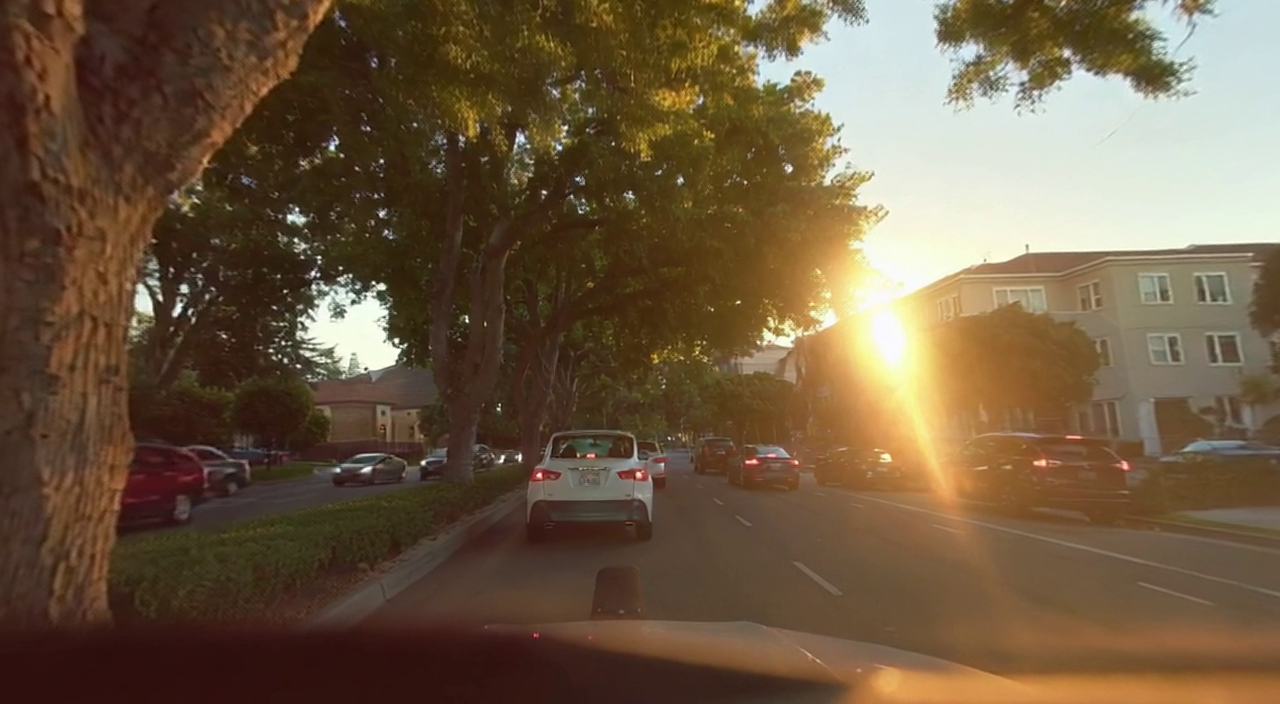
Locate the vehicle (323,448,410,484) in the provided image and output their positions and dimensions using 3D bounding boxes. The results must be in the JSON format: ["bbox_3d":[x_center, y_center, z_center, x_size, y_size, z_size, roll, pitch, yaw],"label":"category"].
[{"bbox_3d":[-11.926,4.991,27.947,1.866,1.404,4.507,0,-8,0],"label":"vehicle"}]

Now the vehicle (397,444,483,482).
[{"bbox_3d":[-8.284,4.617,26.640,2.039,1.466,4.553,0,-8,1],"label":"vehicle"}]

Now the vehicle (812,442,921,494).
[{"bbox_3d":[7.242,3.736,20.760,1.977,1.485,4.308,0,-8,0],"label":"vehicle"}]

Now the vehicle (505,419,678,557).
[{"bbox_3d":[-0.728,1.934,9.639,2.106,1.655,3.717,1,-8,-5],"label":"vehicle"}]

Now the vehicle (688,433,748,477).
[{"bbox_3d":[3.516,4.709,29.224,2.114,1.846,4.659,0,-8,-1],"label":"vehicle"}]

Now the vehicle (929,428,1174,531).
[{"bbox_3d":[7.866,2.449,12.757,2.168,1.709,4.289,0,-8,2],"label":"vehicle"}]

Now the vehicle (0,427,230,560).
[{"bbox_3d":[-8.879,2.091,10.074,1.920,1.663,4.036,0,-8,0],"label":"vehicle"}]

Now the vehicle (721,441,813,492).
[{"bbox_3d":[3.993,3.675,20.757,2.175,1.477,4.520,0,-8,1],"label":"vehicle"}]
